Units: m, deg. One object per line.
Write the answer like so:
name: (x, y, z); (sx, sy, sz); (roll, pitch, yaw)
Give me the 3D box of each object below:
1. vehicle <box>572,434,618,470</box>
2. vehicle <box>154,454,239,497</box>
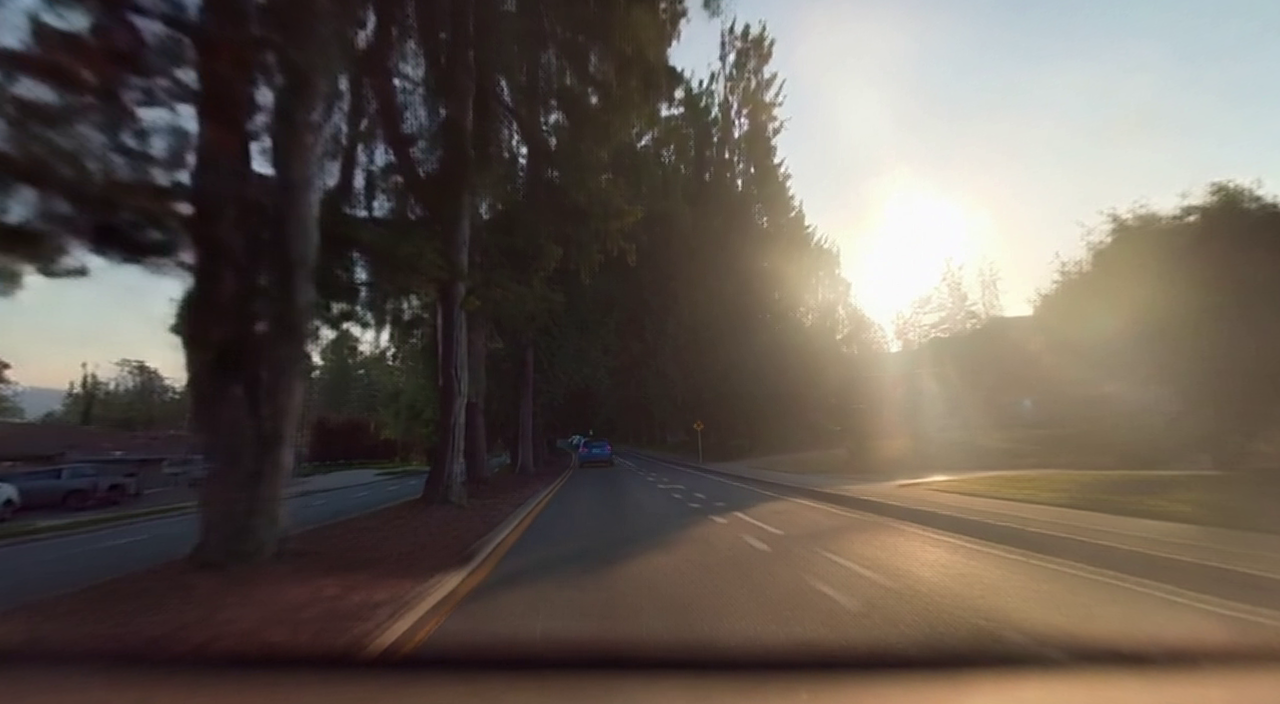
vehicle: (-2.394, 5.135, 32.699); (2.216, 1.708, 4.110); (0, -8, -6)
vehicle: (-24.405, 6.755, 35.036); (2.076, 2.085, 5.241); (1, -8, -15)
